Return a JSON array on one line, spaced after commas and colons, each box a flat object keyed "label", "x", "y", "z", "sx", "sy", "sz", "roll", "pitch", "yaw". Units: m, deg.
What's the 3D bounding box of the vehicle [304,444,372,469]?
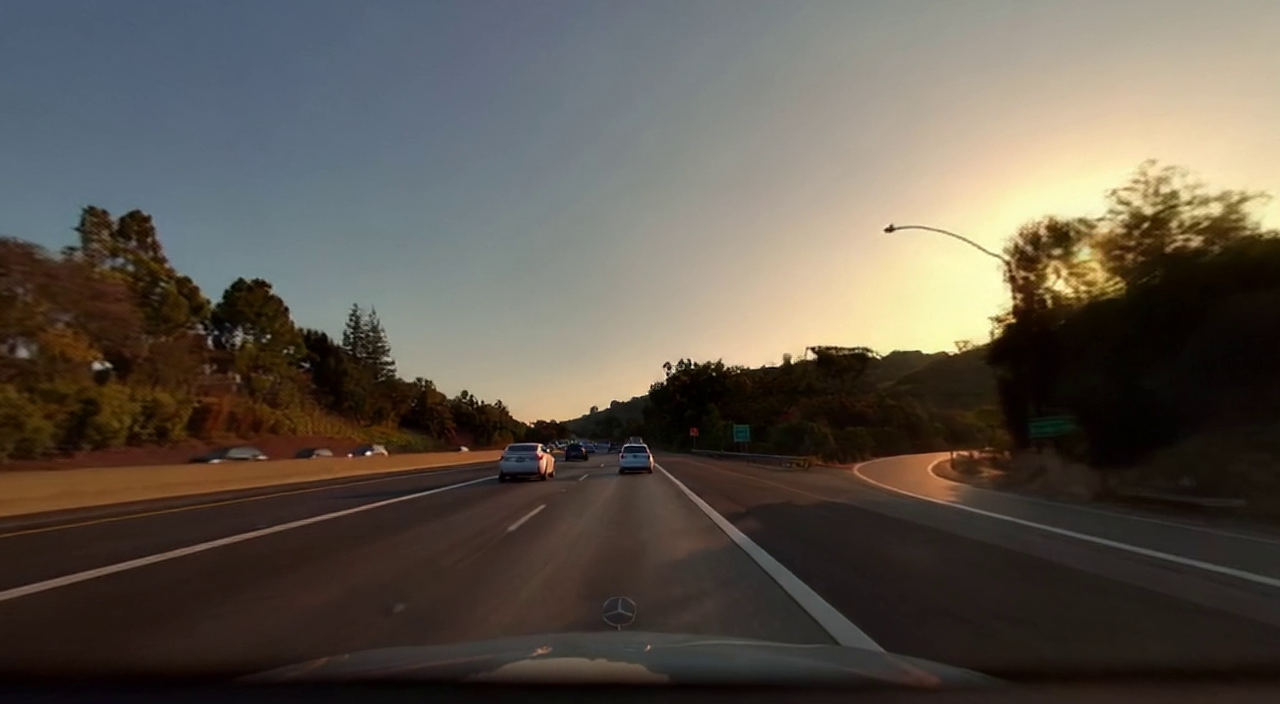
[{"label": "vehicle", "x": -21.779, "y": 7.565, "z": 45.898, "sx": 2.141, "sy": 1.690, "sz": 5.651, "roll": 0, "pitch": -8, "yaw": 0}]

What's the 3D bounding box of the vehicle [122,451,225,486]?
[{"label": "vehicle", "x": -21.246, "y": 5.296, "z": 28.984, "sx": 1.776, "sy": 1.421, "sz": 3.933, "roll": 0, "pitch": -8, "yaw": -1}]

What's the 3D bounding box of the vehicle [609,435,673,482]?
[{"label": "vehicle", "x": -0.002, "y": 4.316, "z": 25.960, "sx": 2.378, "sy": 1.750, "sz": 4.355, "roll": 0, "pitch": -8, "yaw": -1}]

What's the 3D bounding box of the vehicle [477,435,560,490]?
[{"label": "vehicle", "x": -4.165, "y": 3.862, "z": 22.469, "sx": 2.044, "sy": 1.717, "sz": 4.421, "roll": 0, "pitch": -8, "yaw": 0}]

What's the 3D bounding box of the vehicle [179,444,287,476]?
[{"label": "vehicle", "x": -25.505, "y": 6.771, "z": 40.035, "sx": 2.566, "sy": 1.804, "sz": 6.487, "roll": 0, "pitch": -8, "yaw": -1}]

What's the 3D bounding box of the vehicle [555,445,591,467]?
[{"label": "vehicle", "x": -4.779, "y": 7.476, "z": 45.638, "sx": 2.084, "sy": 1.528, "sz": 4.094, "roll": 0, "pitch": -8, "yaw": 0}]
